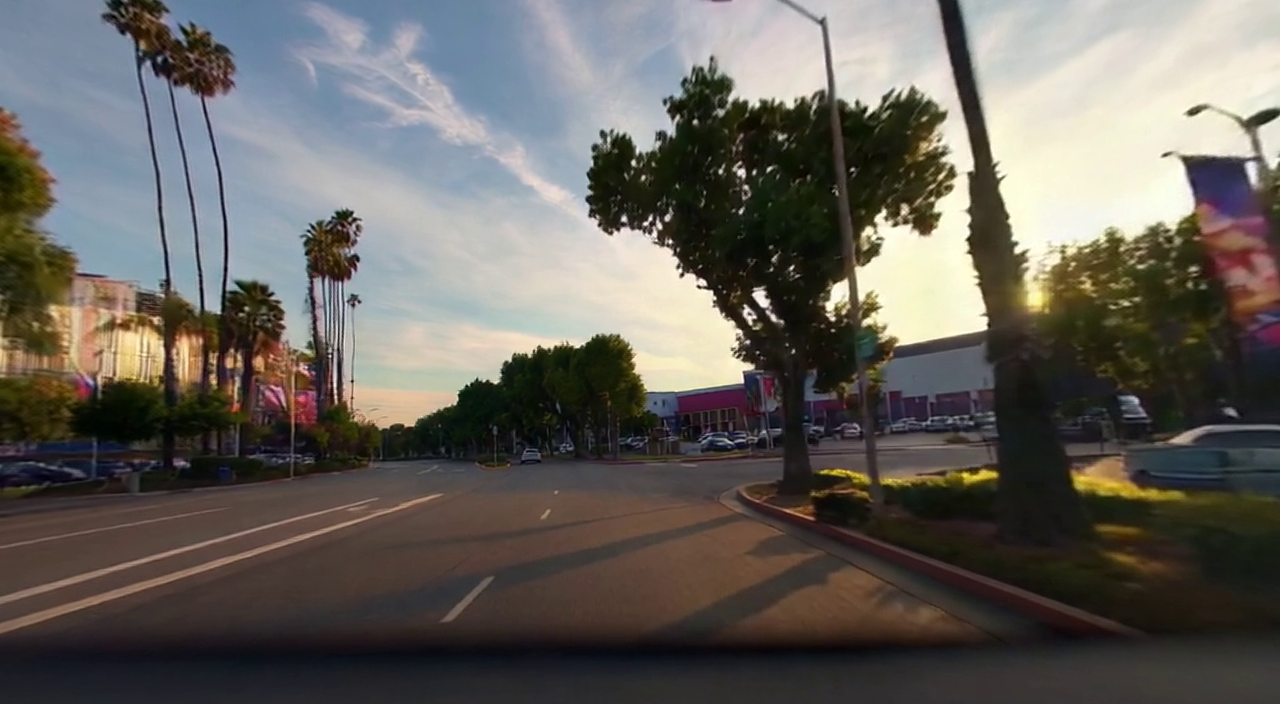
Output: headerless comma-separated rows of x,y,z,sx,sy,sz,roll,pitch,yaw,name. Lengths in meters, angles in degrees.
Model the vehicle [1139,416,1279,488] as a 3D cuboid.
14.687,2.286,14.448,4.468,1.509,2.158,0,-9,1,vehicle
